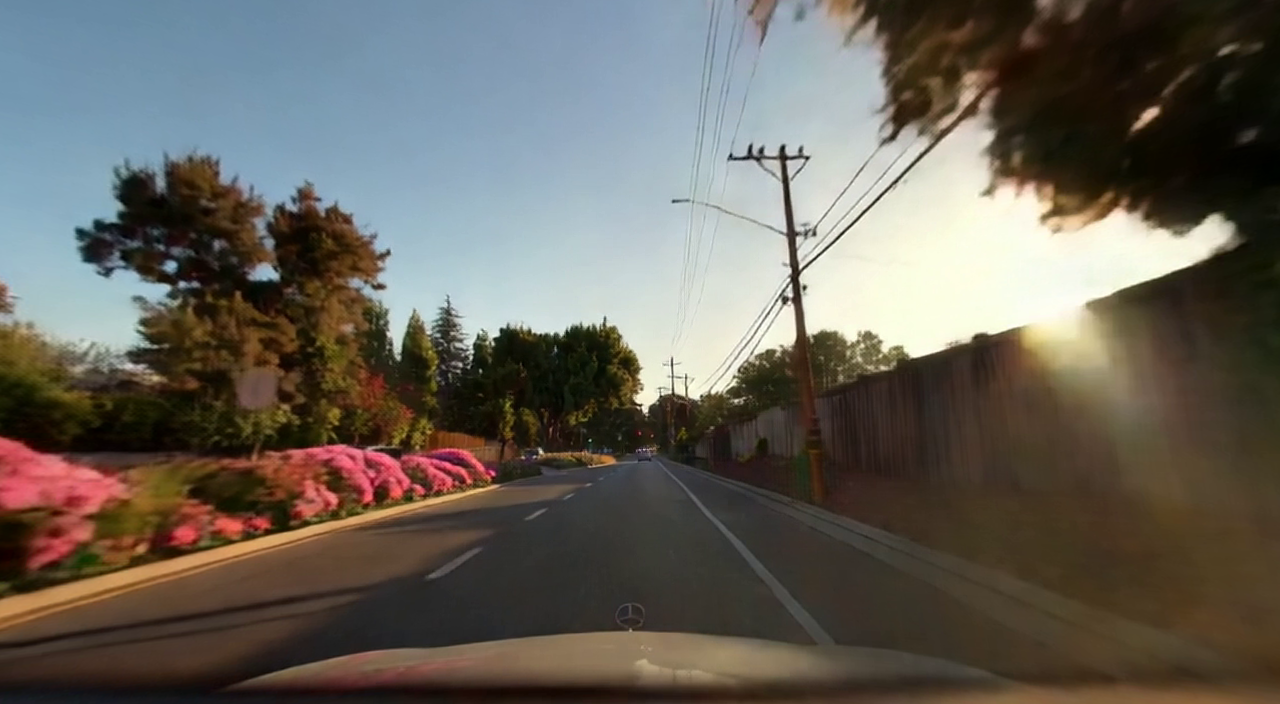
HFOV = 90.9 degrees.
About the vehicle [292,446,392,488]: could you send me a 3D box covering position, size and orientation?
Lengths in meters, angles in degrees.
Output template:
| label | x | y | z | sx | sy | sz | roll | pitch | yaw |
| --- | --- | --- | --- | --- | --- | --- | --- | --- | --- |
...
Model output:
| label | x | y | z | sx | sy | sz | roll | pitch | yaw |
| --- | --- | --- | --- | --- | --- | --- | --- | --- | --- |
| vehicle | -15.299 | 5.918 | 32.847 | 2.269 | 1.943 | 5.876 | -1 | -8 | 1 |
